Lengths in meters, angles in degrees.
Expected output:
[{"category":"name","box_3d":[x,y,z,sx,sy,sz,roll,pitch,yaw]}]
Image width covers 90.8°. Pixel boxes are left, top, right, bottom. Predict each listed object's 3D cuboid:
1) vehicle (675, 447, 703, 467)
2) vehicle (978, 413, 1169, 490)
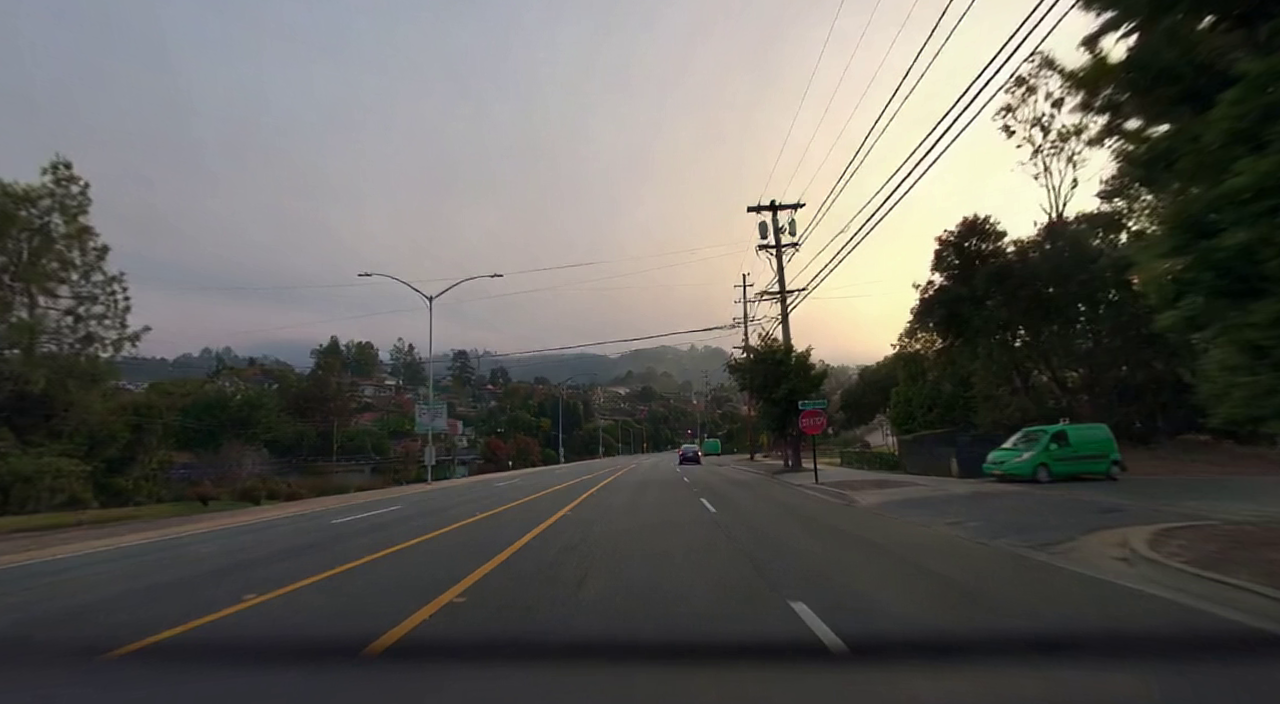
[{"category":"vehicle","box_3d":[3.655,7.892,47.634,2.015,1.467,4.117,-1,-9,4]},{"category":"vehicle","box_3d":[12.125,2.849,18.184,1.939,1.839,4.674,-2,-9,-2]}]
